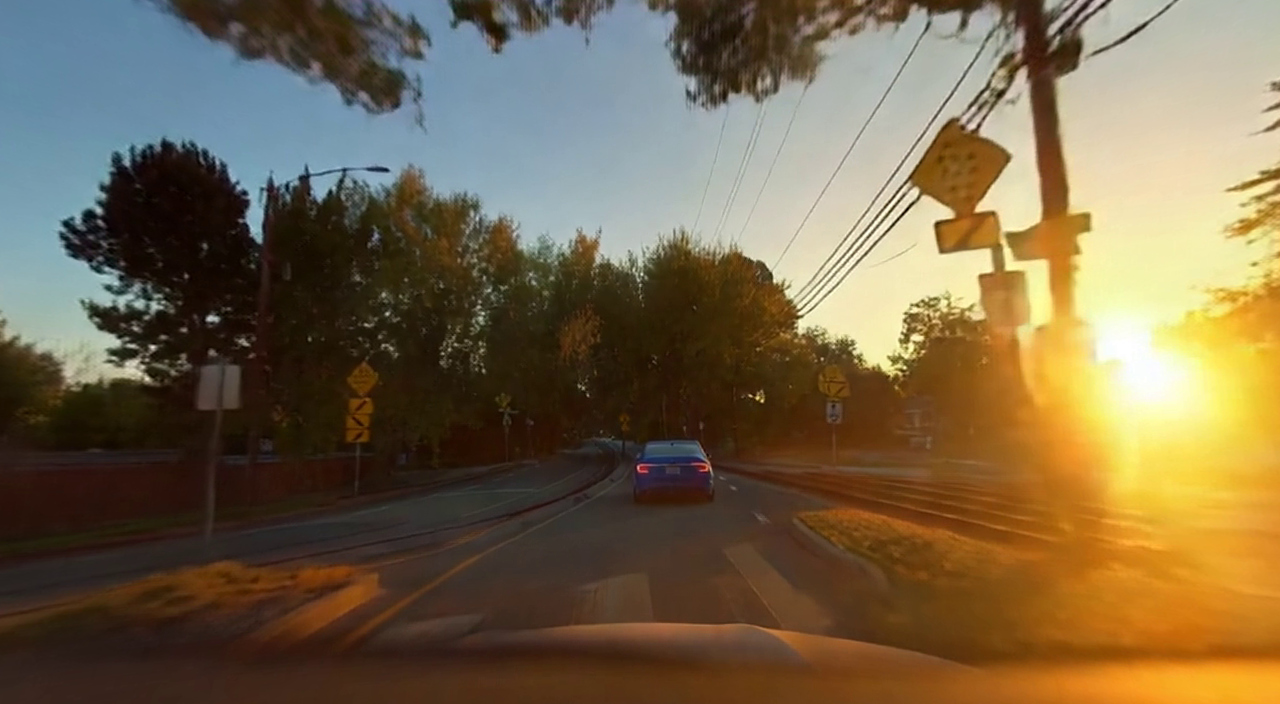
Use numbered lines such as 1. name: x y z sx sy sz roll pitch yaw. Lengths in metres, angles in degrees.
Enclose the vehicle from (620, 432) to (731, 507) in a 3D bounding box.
1. vehicle: 0.808 2.748 15.342 2.295 1.510 4.364 -1 -8 2
